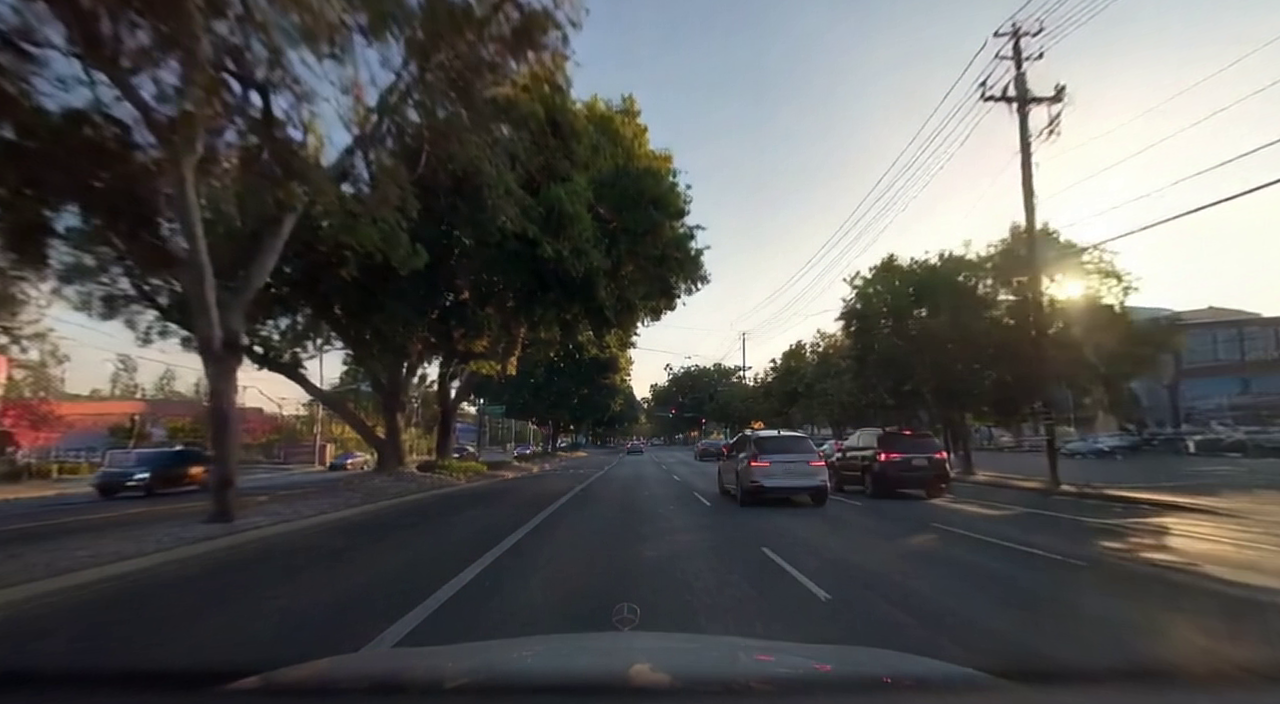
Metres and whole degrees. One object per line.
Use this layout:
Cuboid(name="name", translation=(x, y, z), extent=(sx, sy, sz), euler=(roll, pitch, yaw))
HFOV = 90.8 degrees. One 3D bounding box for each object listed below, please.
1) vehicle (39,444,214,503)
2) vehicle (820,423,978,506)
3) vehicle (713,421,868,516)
Cuboid(name="vehicle", translation=(-16.340, 3.833, 20.484), extent=(1.933, 1.677, 4.400), euler=(0, -8, 0))
Cuboid(name="vehicle", translation=(6.097, 2.699, 15.539), extent=(1.998, 1.724, 4.260), euler=(0, -8, -1))
Cuboid(name="vehicle", translation=(2.964, 2.409, 13.522), extent=(2.128, 1.699, 4.222), euler=(0, -8, -2))
